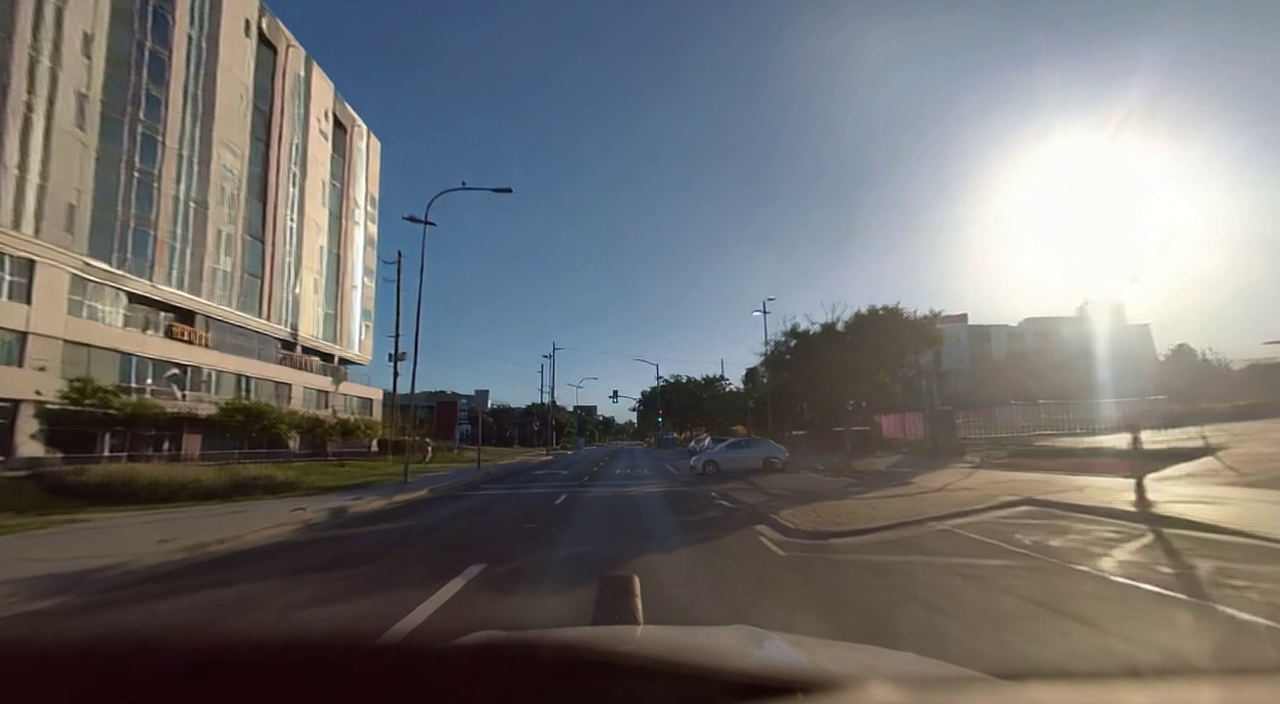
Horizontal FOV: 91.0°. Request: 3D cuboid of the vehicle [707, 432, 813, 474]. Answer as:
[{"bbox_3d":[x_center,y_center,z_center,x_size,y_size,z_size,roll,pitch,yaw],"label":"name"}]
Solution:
[{"bbox_3d":[4.758,3.936,24.882,3.844,1.524,1.847,4,-9,-32],"label":"vehicle"}]
